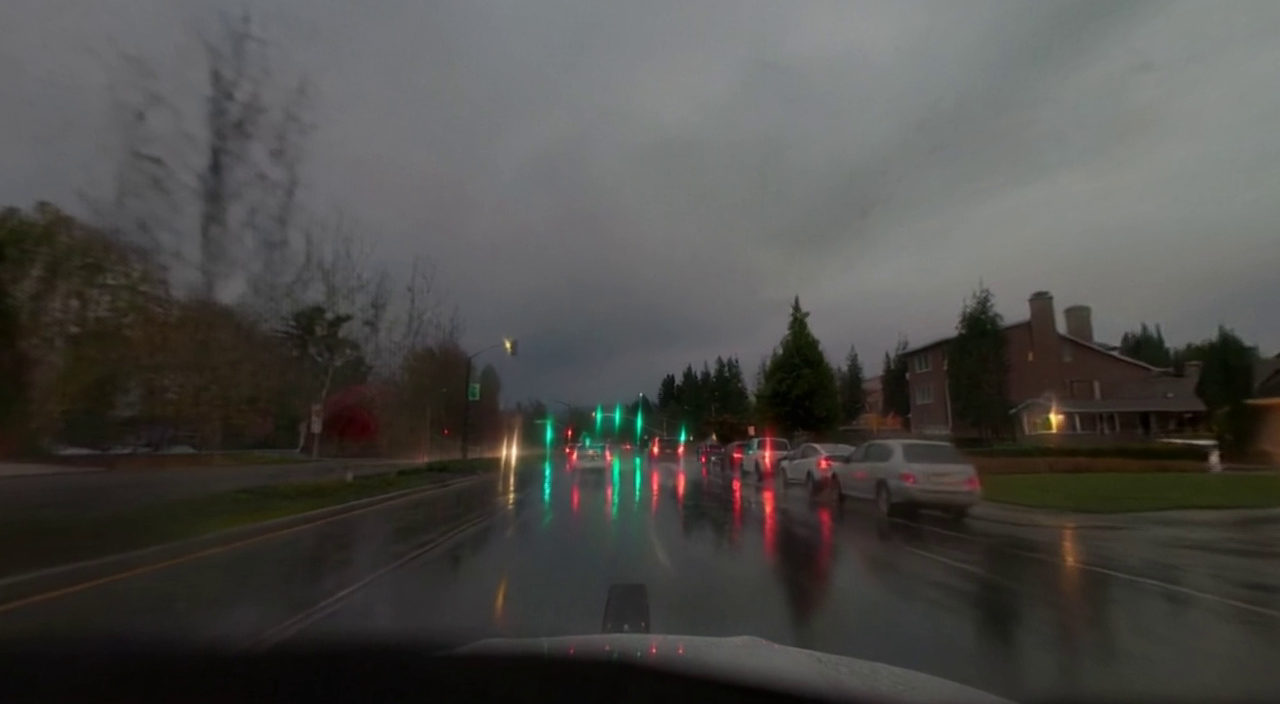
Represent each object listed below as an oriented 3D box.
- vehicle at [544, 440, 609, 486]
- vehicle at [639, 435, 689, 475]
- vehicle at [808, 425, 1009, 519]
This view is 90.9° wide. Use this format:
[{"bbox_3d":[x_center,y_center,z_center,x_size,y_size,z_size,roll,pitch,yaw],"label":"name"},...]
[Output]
[{"bbox_3d":[-2.181,3.951,22.771,2.140,1.474,4.026,0,-8,-3],"label":"vehicle"},{"bbox_3d":[1.080,4.993,30.800,2.073,1.822,4.276,0,-8,-3],"label":"vehicle"},{"bbox_3d":[6.077,2.832,15.290,2.184,1.786,5.497,2,-9,-4],"label":"vehicle"}]
